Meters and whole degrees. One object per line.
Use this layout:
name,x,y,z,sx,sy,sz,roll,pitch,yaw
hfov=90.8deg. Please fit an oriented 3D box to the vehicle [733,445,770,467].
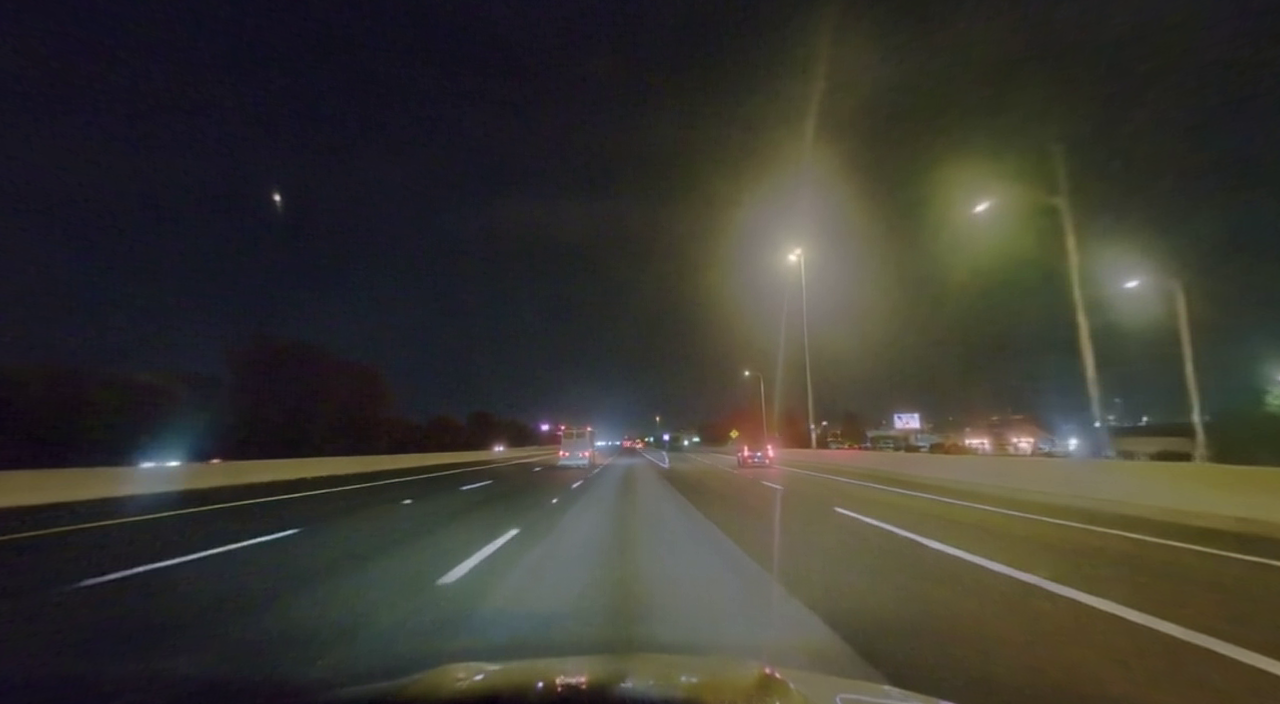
vehicle,8.257,7.704,47.006,2.035,1.491,4.246,0,-9,1

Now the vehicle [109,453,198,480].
vehicle,-30.032,7.048,39.215,1.937,1.487,4.552,0,-9,-1

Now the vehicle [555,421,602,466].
vehicle,-4.312,6.634,45.607,2.881,2.937,7.045,0,-9,-2
